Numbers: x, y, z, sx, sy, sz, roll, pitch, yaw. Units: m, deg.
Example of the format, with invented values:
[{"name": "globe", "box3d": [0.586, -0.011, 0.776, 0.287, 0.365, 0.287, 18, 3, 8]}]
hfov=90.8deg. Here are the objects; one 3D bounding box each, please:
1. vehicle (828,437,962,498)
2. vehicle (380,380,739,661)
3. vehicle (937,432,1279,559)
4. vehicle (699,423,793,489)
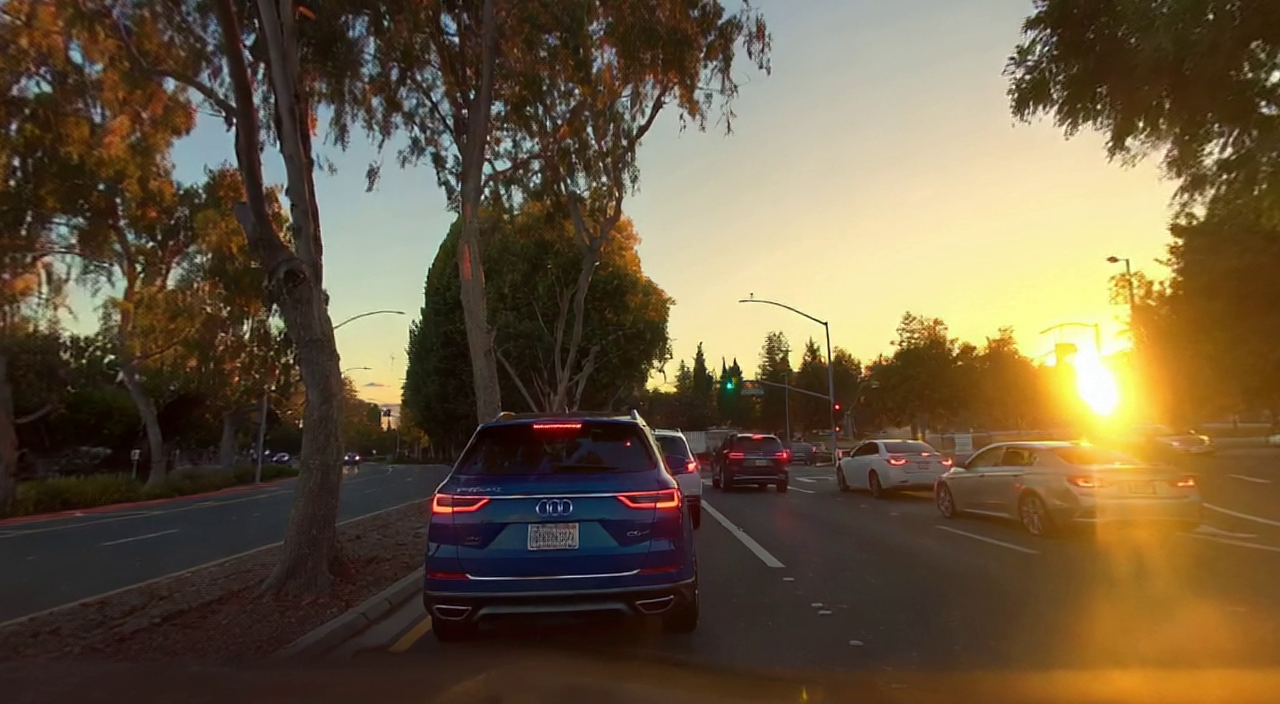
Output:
[{"name": "vehicle", "box3d": [6.951, 3.188, 17.826, 1.890, 1.489, 4.415, 0, -9, -1]}, {"name": "vehicle", "box3d": [-0.440, 1.346, 6.089, 2.201, 1.709, 4.271, 0, -9, 2]}, {"name": "vehicle", "box3d": [6.583, 2.010, 9.657, 1.894, 1.445, 4.565, 0, -9, 0]}, {"name": "vehicle", "box3d": [3.353, 3.431, 21.056, 2.200, 1.909, 4.853, 0, -9, -1]}]
